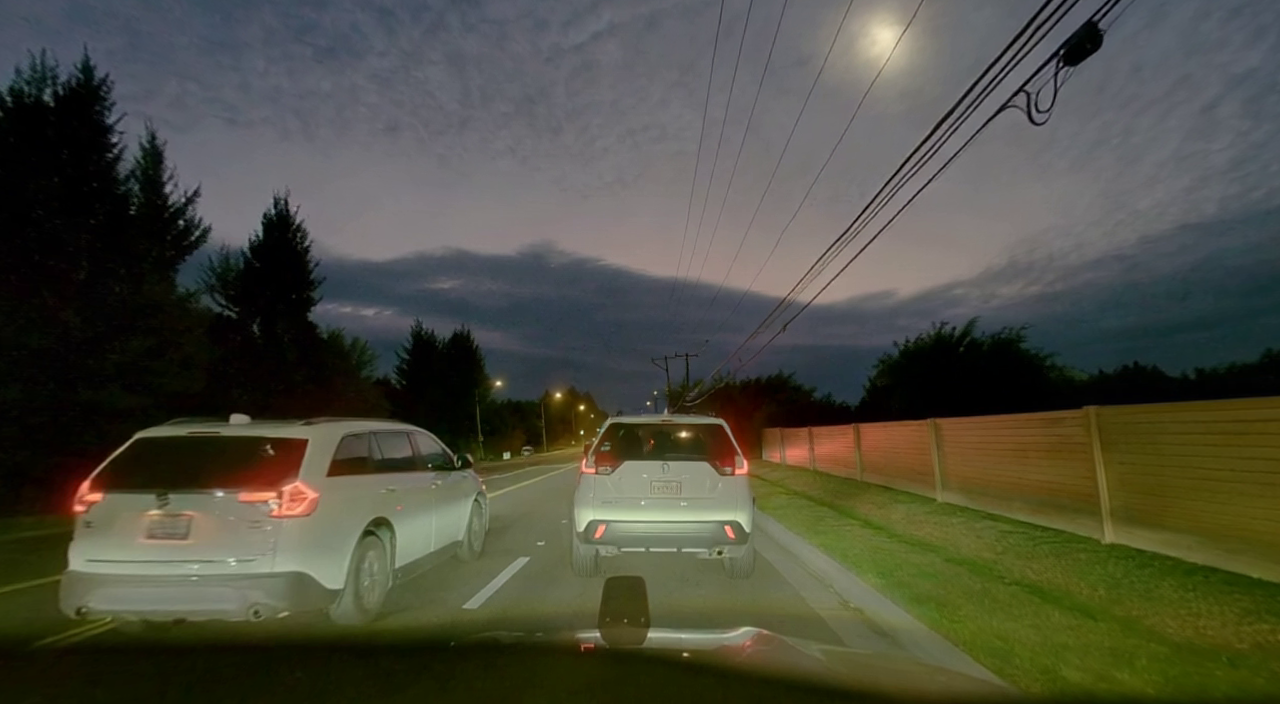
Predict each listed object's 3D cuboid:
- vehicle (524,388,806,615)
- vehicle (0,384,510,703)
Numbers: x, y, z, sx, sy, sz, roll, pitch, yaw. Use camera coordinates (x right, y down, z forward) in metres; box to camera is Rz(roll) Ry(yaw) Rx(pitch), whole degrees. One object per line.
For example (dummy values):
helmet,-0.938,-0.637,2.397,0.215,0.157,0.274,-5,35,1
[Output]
vehicle,0.181,1.467,7.028,2.174,1.749,4.113,0,-9,0
vehicle,-2.779,1.334,5.485,2.176,1.653,4.666,0,-9,2
